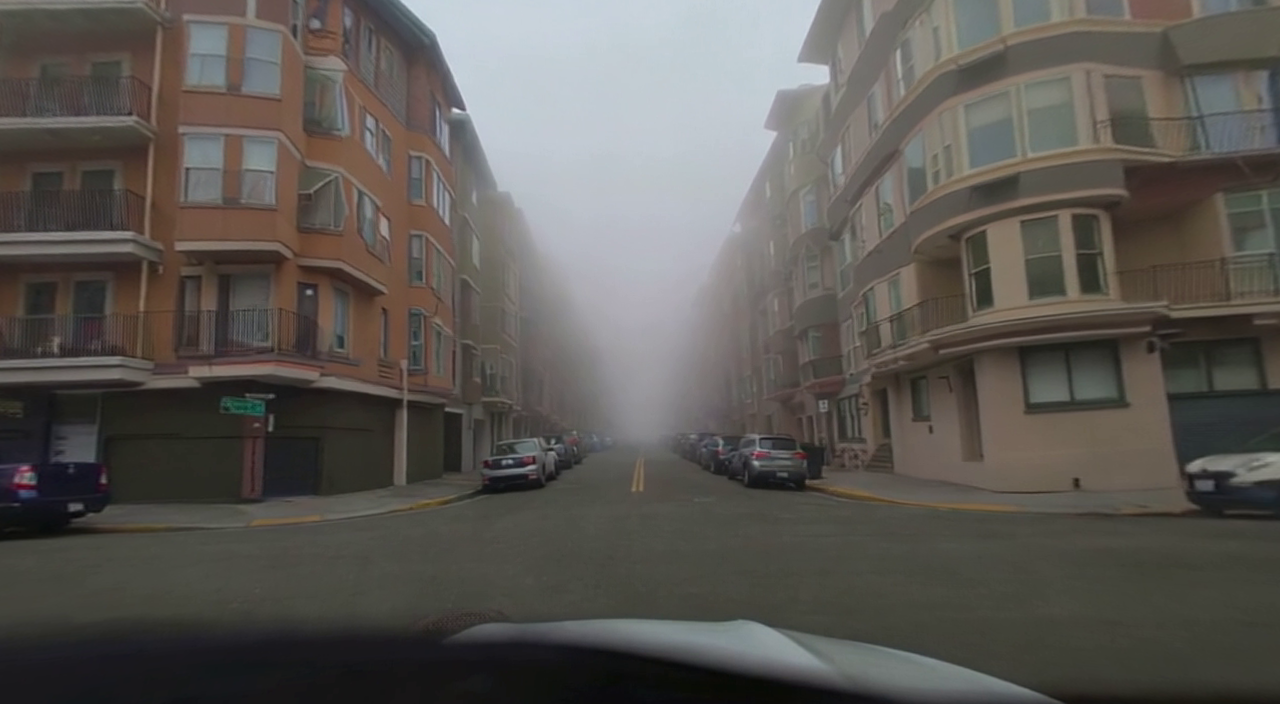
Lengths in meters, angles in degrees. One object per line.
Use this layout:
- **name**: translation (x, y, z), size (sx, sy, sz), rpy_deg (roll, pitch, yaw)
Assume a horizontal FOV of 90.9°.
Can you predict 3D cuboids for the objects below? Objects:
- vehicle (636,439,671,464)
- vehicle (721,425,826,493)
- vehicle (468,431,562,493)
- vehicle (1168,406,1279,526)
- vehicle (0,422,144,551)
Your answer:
- **vehicle**: translation (0.996, 7.071, 44.819), size (2.341, 1.675, 4.360), rpy_deg (0, -8, 2)
- **vehicle**: translation (3.315, 2.722, 16.457), size (1.868, 1.544, 3.869), rpy_deg (0, -8, 0)
- **vehicle**: translation (-3.215, 2.888, 16.911), size (1.882, 1.459, 3.518), rpy_deg (0, -8, -1)
- **vehicle**: translation (10.474, 1.522, 8.574), size (4.711, 1.506, 1.983), rpy_deg (0, -8, 1)
- **vehicle**: translation (-10.424, 1.874, 9.175), size (4.679, 1.631, 2.025), rpy_deg (0, -8, 1)
